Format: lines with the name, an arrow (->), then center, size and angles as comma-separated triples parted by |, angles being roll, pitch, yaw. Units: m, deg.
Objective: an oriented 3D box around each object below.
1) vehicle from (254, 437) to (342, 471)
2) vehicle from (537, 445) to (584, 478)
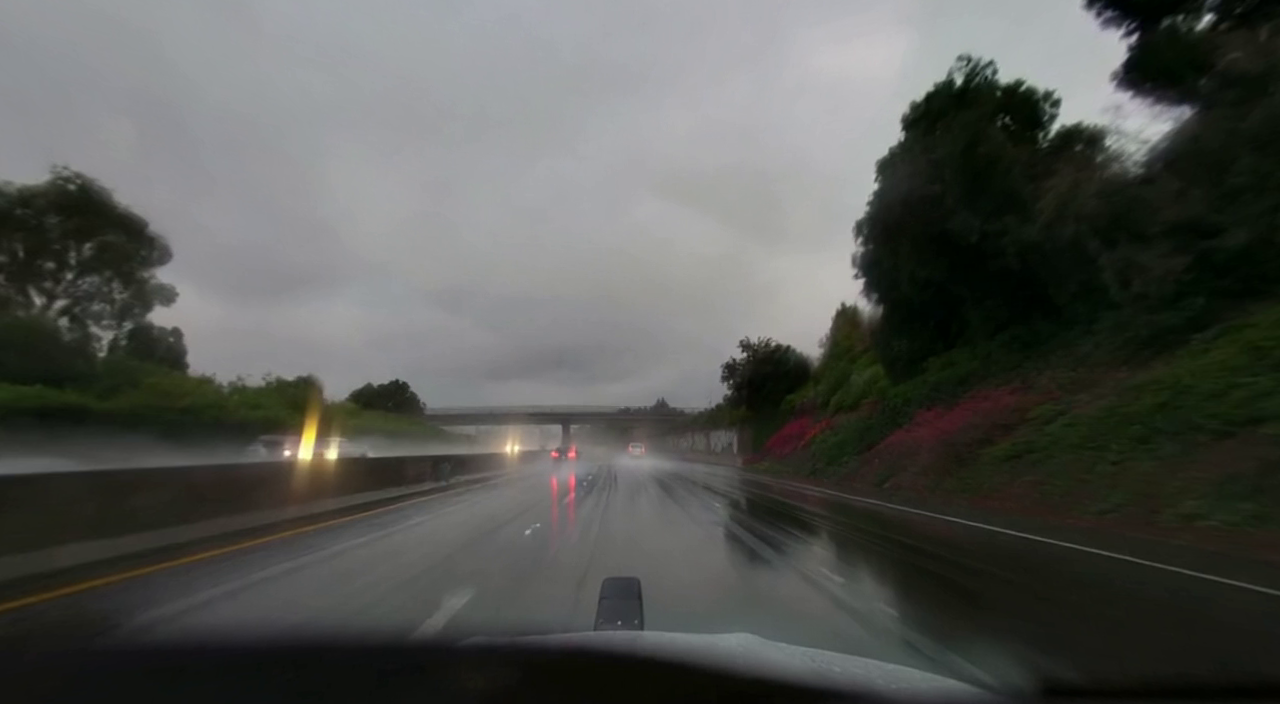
vehicle -> -16.123, 4.823, 29.915 | 1.838, 1.468, 4.319 | 0, -9, -1
vehicle -> -3.817, 5.315, 30.745 | 1.871, 1.459, 3.771 | 0, -9, -1
